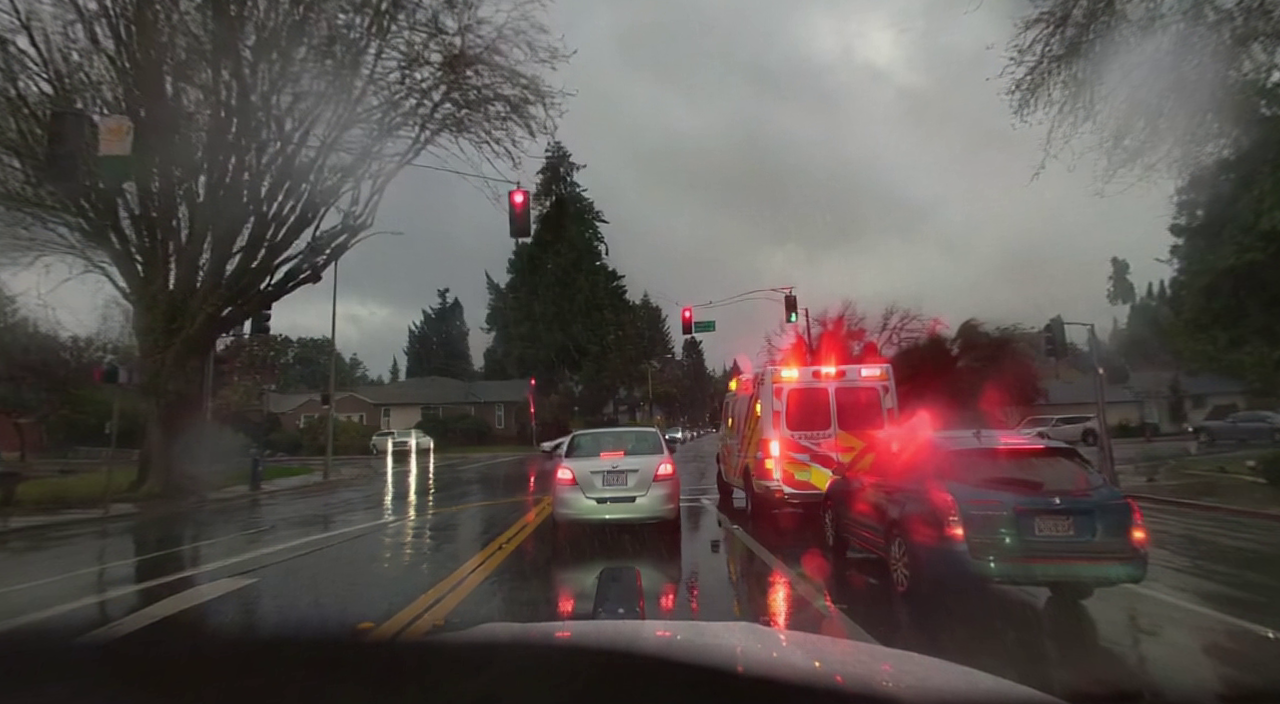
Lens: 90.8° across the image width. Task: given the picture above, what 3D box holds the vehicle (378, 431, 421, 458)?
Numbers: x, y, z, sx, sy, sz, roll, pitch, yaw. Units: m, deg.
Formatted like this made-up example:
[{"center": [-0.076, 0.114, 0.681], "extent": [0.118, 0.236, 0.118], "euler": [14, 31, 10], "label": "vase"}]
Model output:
[{"center": [-17.759, 6.880, 46.862], "extent": [2.246, 1.880, 4.454], "euler": [1, -8, -12], "label": "vehicle"}]

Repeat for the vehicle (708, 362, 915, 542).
[{"center": [2.880, 1.892, 12.353], "extent": [2.406, 2.687, 5.521], "euler": [0, -8, 0], "label": "vehicle"}]

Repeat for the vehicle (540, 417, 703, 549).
[{"center": [-0.279, 1.984, 10.180], "extent": [2.114, 1.707, 3.725], "euler": [0, -8, -1], "label": "vehicle"}]

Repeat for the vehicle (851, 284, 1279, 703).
[{"center": [2.851, 0.894, 2.835], "extent": [2.194, 1.820, 4.652], "euler": [0, -8, 0], "label": "vehicle"}]
